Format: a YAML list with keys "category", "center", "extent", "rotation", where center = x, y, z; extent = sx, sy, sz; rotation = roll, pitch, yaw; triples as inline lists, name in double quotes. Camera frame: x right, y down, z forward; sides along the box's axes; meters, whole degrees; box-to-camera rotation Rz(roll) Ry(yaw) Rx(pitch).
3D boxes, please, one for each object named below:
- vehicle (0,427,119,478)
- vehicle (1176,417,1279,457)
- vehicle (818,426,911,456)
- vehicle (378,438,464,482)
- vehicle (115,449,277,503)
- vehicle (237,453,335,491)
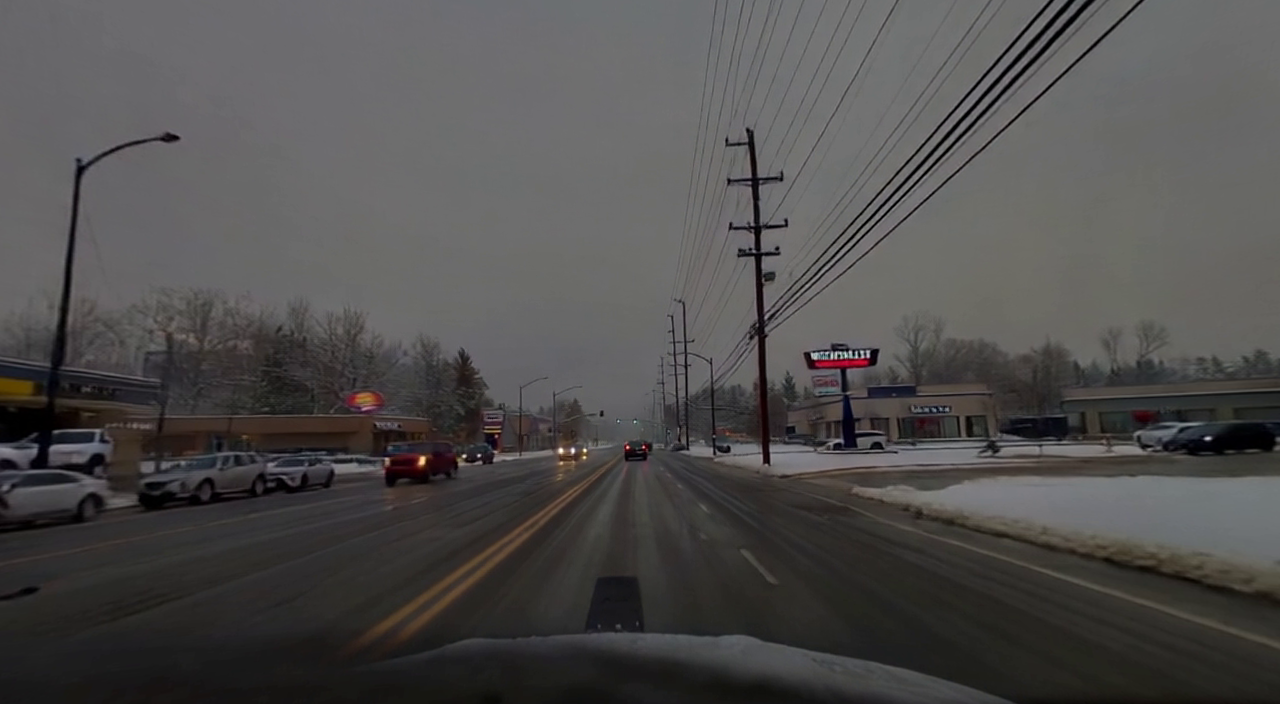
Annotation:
- category: "vehicle"
  center: [-23.939, 3.868, 24.517]
  extent: [5.233, 1.880, 2.362]
  rotation: [4, -8, -28]
- category: "vehicle"
  center: [31.729, 4.439, 33.197]
  extent: [4.895, 1.884, 2.320]
  rotation: [-1, -5, 1]
- category: "vehicle"
  center: [13.514, 5.373, 38.208]
  extent: [4.836, 1.750, 2.079]
  rotation: [0, -7, -1]
- category: "vehicle"
  center: [-9.343, 4.619, 27.440]
  extent: [1.940, 1.698, 5.028]
  rotation: [0, -8, 0]
- category: "vehicle"
  center: [-14.833, 4.118, 21.560]
  extent: [1.954, 1.519, 5.051]
  rotation: [-1, -8, -1]
- category: "vehicle"
  center: [-14.867, 5.012, 26.816]
  extent: [1.753, 1.401, 4.223]
  rotation: [0, -8, -1]
